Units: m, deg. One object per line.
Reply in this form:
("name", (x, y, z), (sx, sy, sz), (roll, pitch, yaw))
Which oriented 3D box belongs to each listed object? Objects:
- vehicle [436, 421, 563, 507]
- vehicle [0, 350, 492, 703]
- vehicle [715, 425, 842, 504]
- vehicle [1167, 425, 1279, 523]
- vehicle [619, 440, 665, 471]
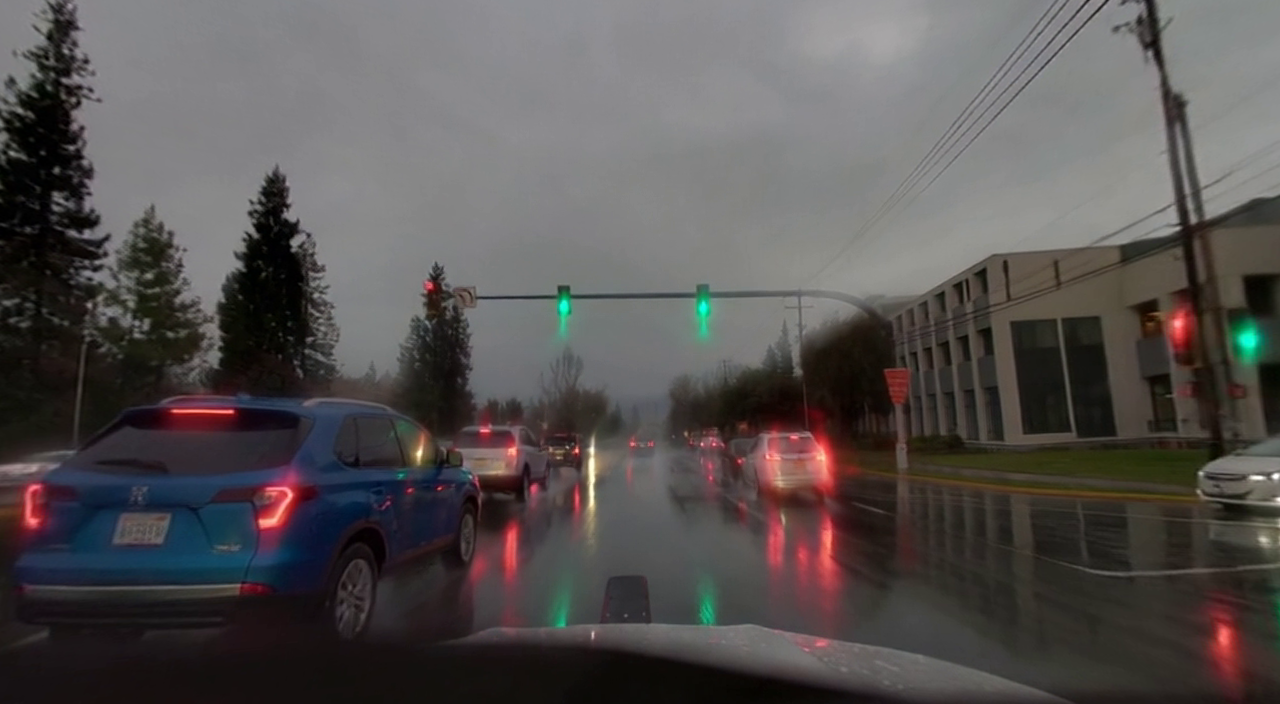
("vehicle", (-3.137, 2.617, 15.116), (1.958, 1.744, 4.315), (0, -8, 1))
("vehicle", (-2.881, 1.176, 5.288), (2.127, 1.754, 4.287), (0, -8, 2))
("vehicle", (3.359, 2.855, 16.396), (2.201, 1.734, 4.564), (0, -8, -1))
("vehicle", (11.970, 2.041, 10.688), (4.119, 1.574, 2.028), (-4, -9, 24))
("vehicle", (0.096, 5.299, 32.471), (2.185, 1.515, 4.215), (0, -8, 0))
